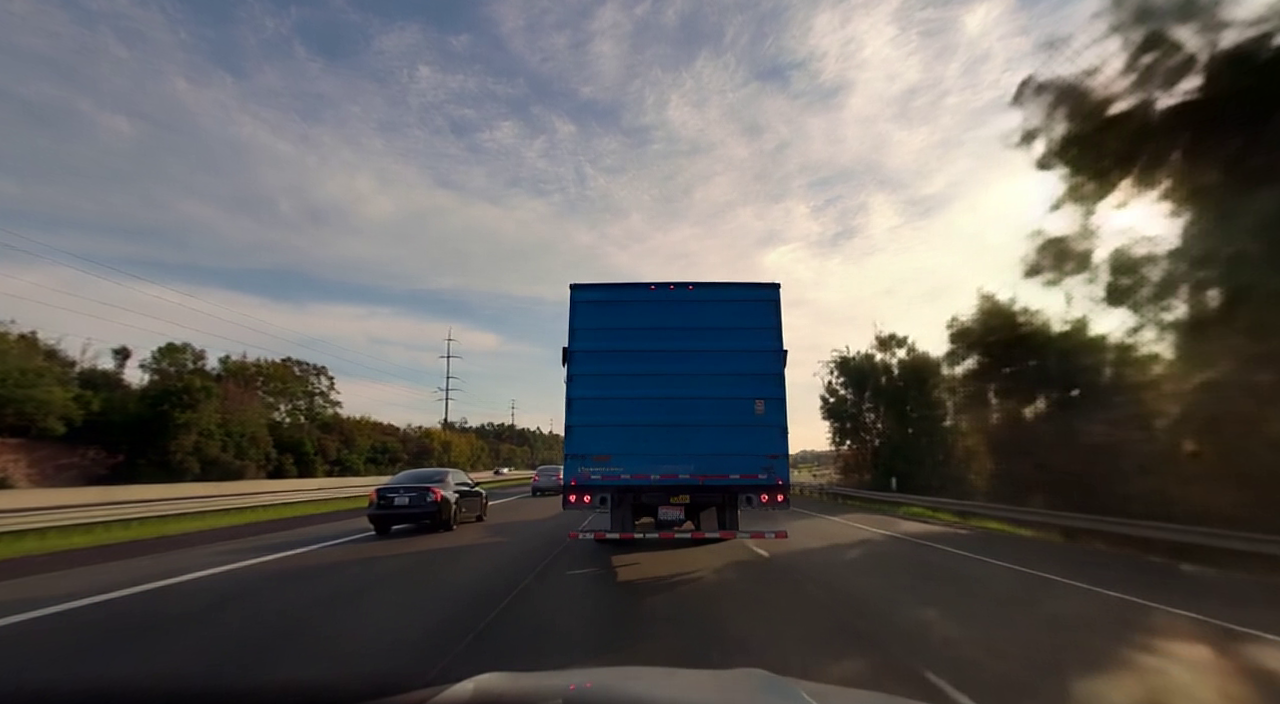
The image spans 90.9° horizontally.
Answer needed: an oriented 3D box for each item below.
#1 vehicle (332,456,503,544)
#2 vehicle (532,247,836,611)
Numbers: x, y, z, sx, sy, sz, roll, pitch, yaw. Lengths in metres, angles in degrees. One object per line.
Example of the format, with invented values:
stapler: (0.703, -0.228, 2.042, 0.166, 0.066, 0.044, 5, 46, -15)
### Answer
vehicle: (-4.328, 2.967, 13.127, 1.891, 1.469, 4.431, 1, -11, 0)
vehicle: (0.627, 1.453, 10.476, 2.831, 3.529, 8.689, 0, -11, 3)
